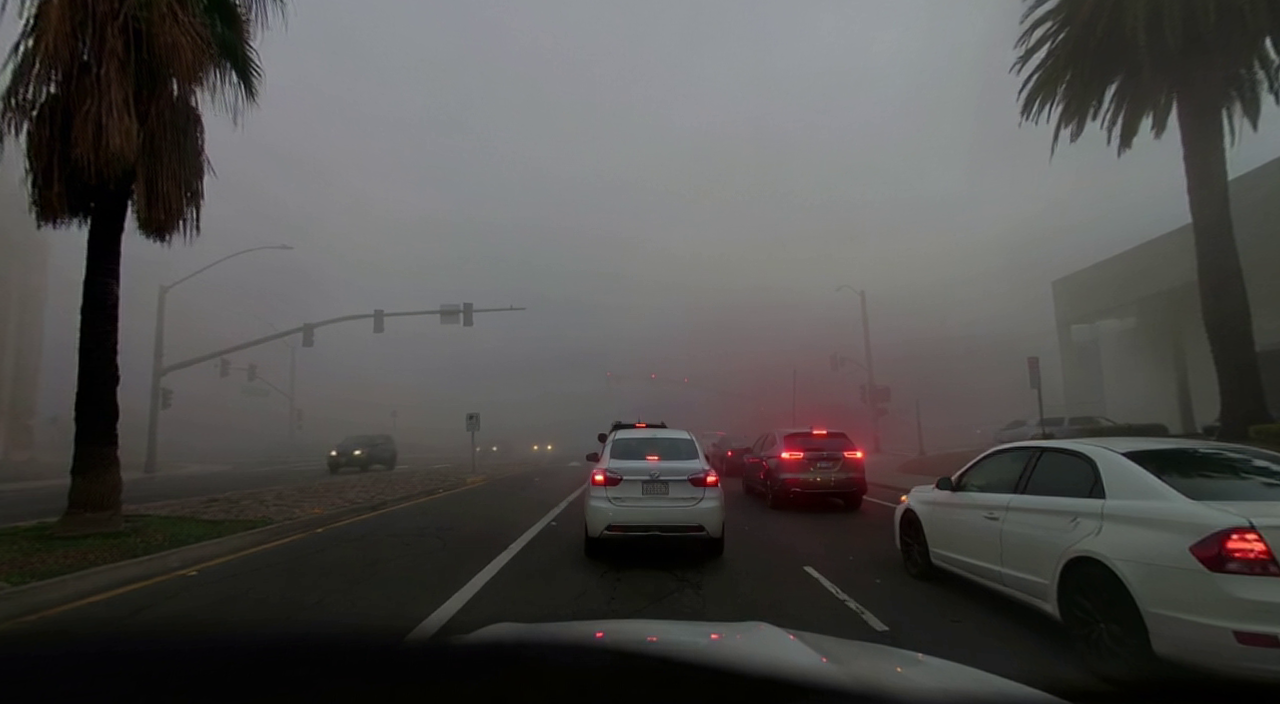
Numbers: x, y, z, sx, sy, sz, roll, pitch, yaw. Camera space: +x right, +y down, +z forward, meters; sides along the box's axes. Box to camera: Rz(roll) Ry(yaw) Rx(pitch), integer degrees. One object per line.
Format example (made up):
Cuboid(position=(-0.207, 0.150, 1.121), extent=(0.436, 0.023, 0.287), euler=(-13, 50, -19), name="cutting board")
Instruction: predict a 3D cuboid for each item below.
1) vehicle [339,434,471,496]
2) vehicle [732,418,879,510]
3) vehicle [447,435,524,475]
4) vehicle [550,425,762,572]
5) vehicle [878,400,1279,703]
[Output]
Cuboid(position=(-6.253, 3.047, 17.357), extent=(1.900, 1.487, 4.165), euler=(0, -8, 2), name="vehicle")
Cuboid(position=(3.495, 2.464, 14.302), extent=(2.169, 1.751, 4.276), euler=(0, -8, 0), name="vehicle")
Cuboid(position=(-6.042, 4.094, 25.221), extent=(1.822, 1.456, 4.396), euler=(-1, -8, 2), name="vehicle")
Cuboid(position=(0.182, 1.787, 8.464), extent=(2.140, 1.474, 4.026), euler=(0, -8, 1), name="vehicle")
Cuboid(position=(3.538, 1.228, 4.465), extent=(1.910, 1.490, 4.661), euler=(0, -8, 1), name="vehicle")
